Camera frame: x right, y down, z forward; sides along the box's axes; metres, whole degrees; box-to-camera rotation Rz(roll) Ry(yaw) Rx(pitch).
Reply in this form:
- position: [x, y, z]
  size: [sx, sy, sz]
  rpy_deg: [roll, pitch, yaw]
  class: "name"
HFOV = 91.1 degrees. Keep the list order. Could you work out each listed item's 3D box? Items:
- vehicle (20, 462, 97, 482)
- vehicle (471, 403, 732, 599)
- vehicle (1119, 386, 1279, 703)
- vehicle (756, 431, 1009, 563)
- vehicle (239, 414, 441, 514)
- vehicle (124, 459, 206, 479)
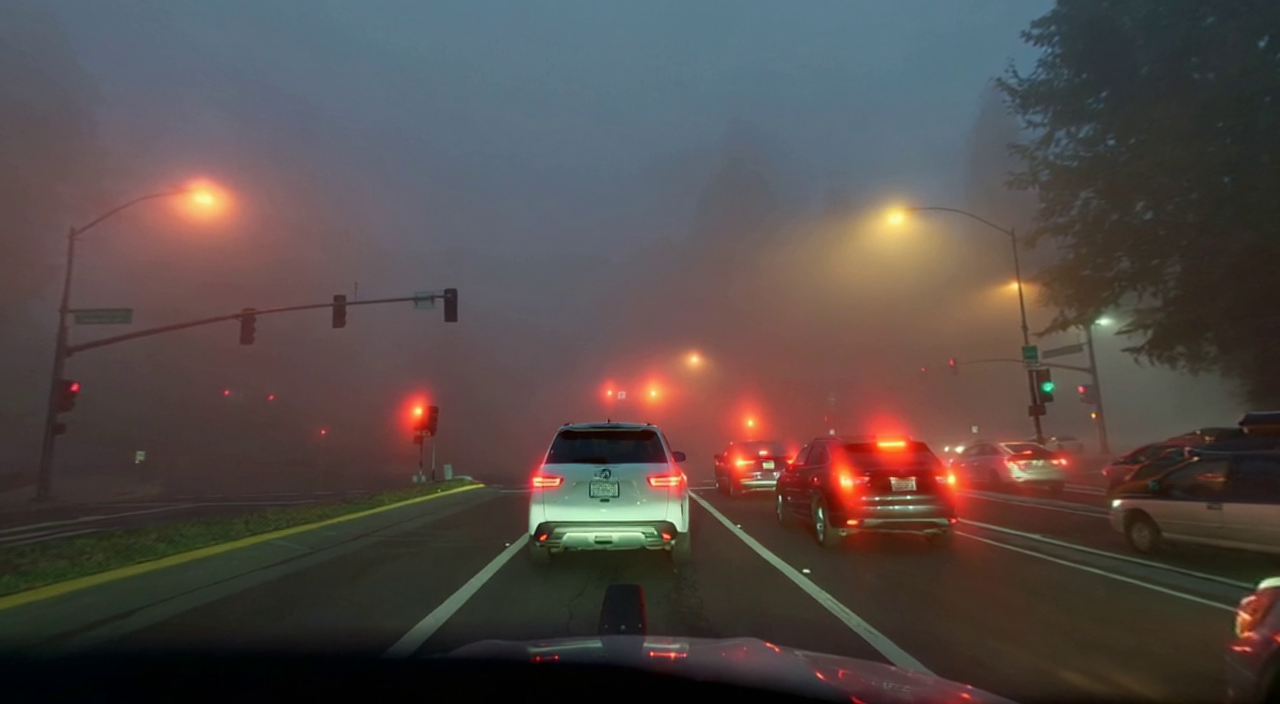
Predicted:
- position: [-45.661, 9.413, 49.336]
  size: [4.232, 1.498, 1.791]
  rpy_deg: [0, -9, 1]
  class: "vehicle"
- position: [-0.312, 1.600, 7.565]
  size: [2.256, 1.694, 4.055]
  rpy_deg: [0, -9, 1]
  class: "vehicle"
- position: [3.301, 0.666, 0.785]
  size: [1.980, 1.515, 4.362]
  rpy_deg: [0, -9, 1]
  class: "vehicle"
- position: [3.163, 1.981, 9.403]
  size: [1.971, 1.473, 4.495]
  rpy_deg: [0, -8, 0]
  class: "vehicle"
- position: [-6.721, 2.589, 14.930]
  size: [2.214, 1.953, 5.017]
  rpy_deg: [0, -9, 1]
  class: "vehicle"
- position: [-37.352, 9.162, 49.400]
  size: [4.914, 1.487, 1.850]
  rpy_deg: [0, -9, 1]
  class: "vehicle"
